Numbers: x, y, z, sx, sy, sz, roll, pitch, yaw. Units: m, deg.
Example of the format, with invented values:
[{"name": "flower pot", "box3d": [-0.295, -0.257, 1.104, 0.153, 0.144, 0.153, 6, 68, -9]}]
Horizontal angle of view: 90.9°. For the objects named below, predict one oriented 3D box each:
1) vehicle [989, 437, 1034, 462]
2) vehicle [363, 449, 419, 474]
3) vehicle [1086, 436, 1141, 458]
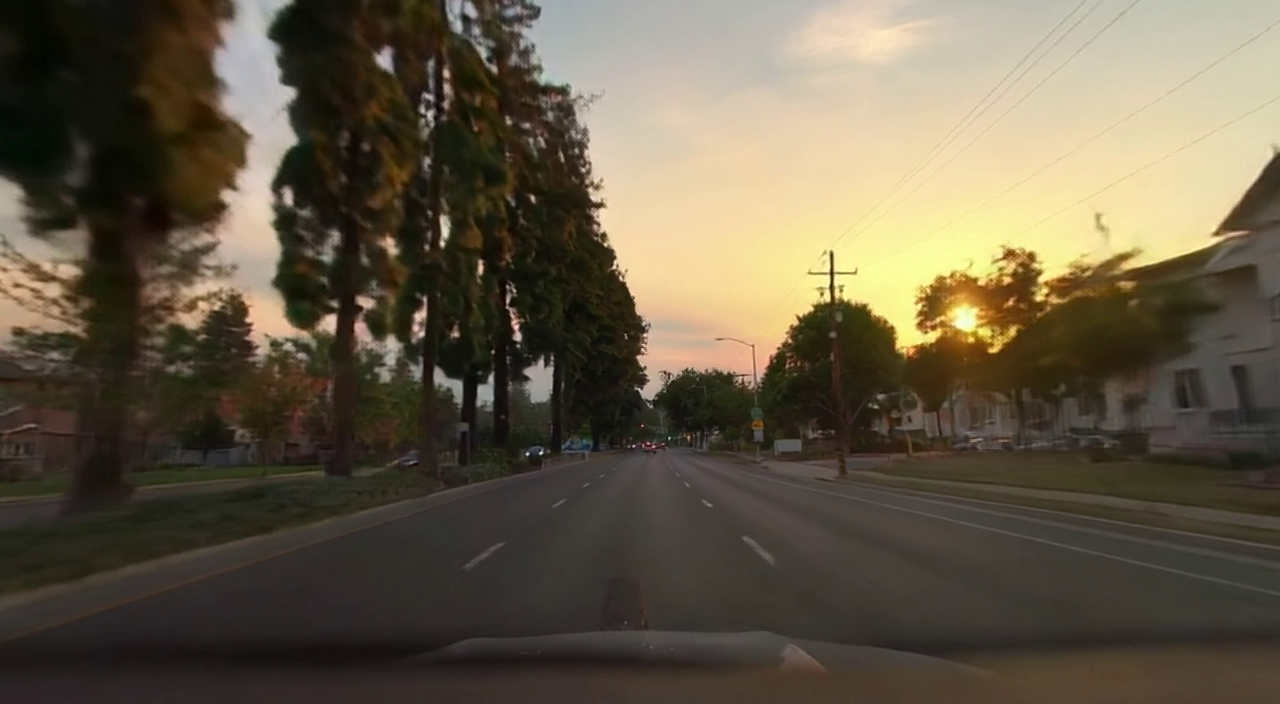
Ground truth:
[{"name": "vehicle", "box3d": [26.025, 6.802, 44.314, 1.823, 1.466, 4.676, -7, -8, 20]}, {"name": "vehicle", "box3d": [-16.441, 7.224, 41.922, 1.928, 1.531, 4.329, 0, -8, 0]}, {"name": "vehicle", "box3d": [32.670, 6.570, 43.636, 1.868, 1.434, 4.425, -3, -9, 21]}]
